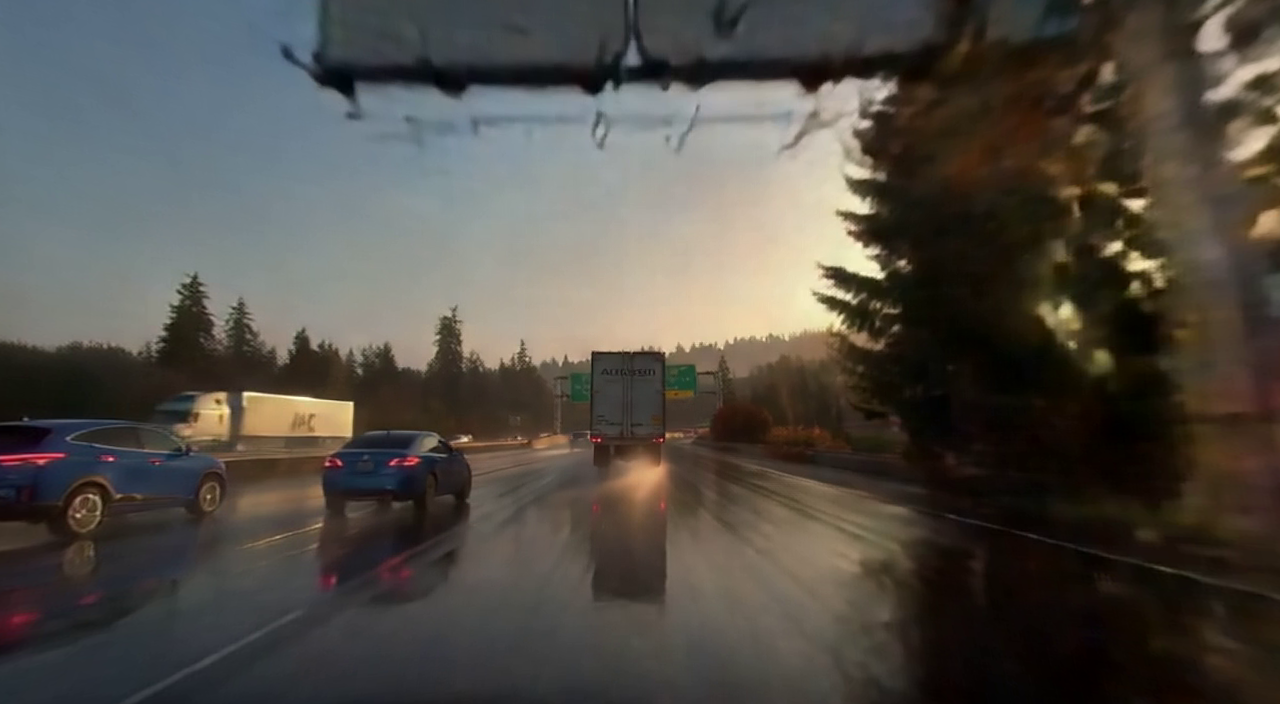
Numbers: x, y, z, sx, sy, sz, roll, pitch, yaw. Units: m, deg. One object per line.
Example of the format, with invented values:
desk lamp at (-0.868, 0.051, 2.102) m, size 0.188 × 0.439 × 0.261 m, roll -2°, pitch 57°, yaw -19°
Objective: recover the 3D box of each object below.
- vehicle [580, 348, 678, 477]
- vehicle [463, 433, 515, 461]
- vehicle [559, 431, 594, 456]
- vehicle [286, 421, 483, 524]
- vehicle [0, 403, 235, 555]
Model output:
vehicle at (-0.445, 2.619, 25.420) m, size 3.118 × 4.106 × 10.719 m, roll 0°, pitch -8°, yaw -1°
vehicle at (-8.651, 5.474, 36.474) m, size 1.976 × 1.510 × 4.604 m, roll 0°, pitch -8°, yaw -1°
vehicle at (-4.432, 6.471, 44.398) m, size 2.104 × 1.653 × 4.302 m, roll 0°, pitch -8°, yaw -1°
vehicle at (-4.227, 2.024, 11.184) m, size 1.933 × 1.492 × 3.838 m, roll 0°, pitch -8°, yaw -1°
vehicle at (-8.063, 1.659, 8.849) m, size 1.990 × 1.654 × 4.129 m, roll 0°, pitch -8°, yaw -1°
